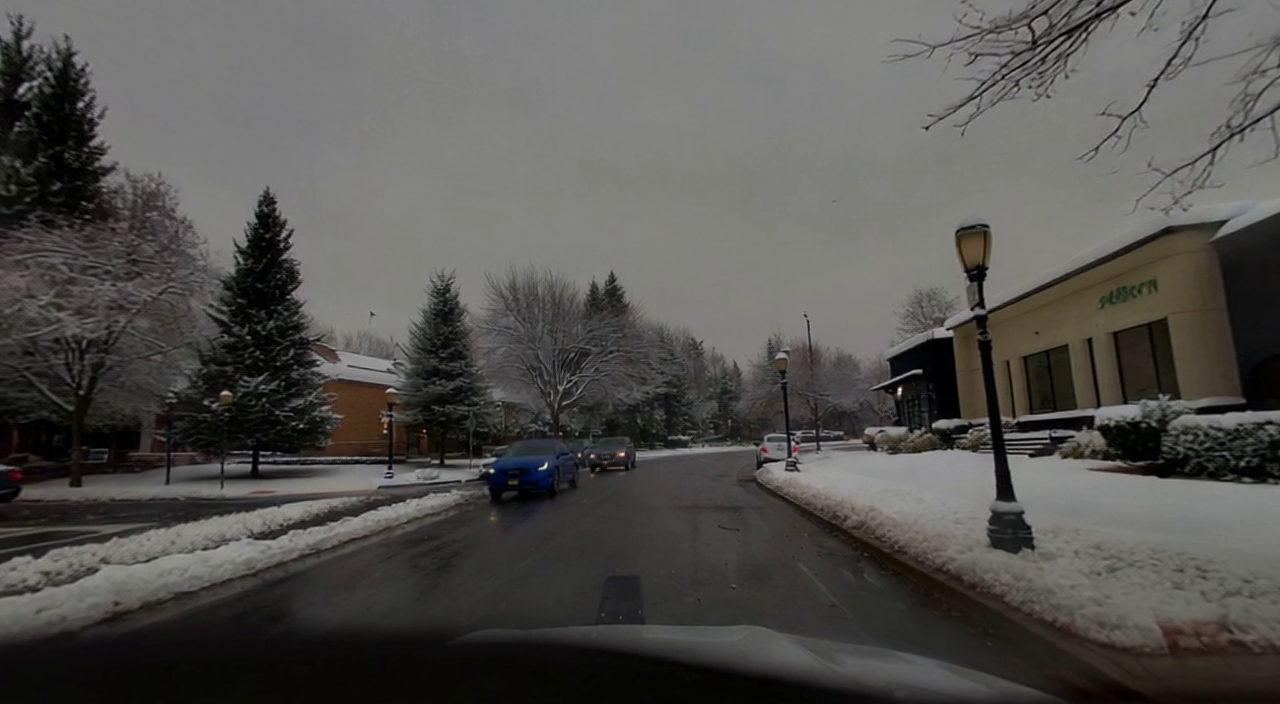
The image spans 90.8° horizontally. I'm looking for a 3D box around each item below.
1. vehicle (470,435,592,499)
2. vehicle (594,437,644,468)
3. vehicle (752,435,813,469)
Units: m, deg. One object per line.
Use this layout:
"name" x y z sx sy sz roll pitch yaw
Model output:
"vehicle" -2.799 3.101 17.493 2.056 1.508 4.596 -1 -9 7
"vehicle" -1.107 5.658 35.713 2.110 1.651 4.410 -1 -9 7
"vehicle" 6.663 4.737 30.037 1.918 1.461 4.419 0 -8 1
